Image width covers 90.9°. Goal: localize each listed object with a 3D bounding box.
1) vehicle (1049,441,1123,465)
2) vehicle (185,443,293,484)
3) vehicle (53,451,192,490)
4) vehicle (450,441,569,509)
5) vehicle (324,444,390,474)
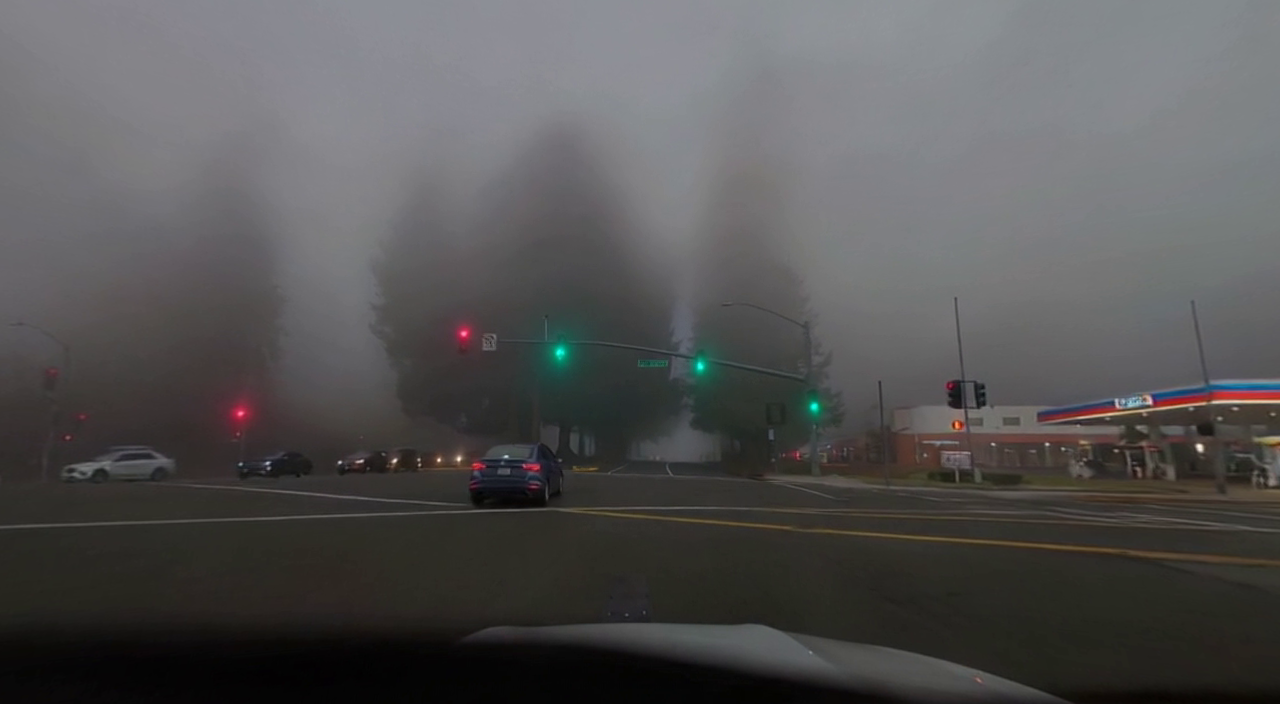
[{"bbox_3d":[32.943,7.445,46.721,2.148,1.679,4.197,1,-9,-5],"label":"vehicle"},{"bbox_3d":[-17.387,4.826,27.622,1.887,1.635,4.281,0,-8,0],"label":"vehicle"},{"bbox_3d":[-20.799,4.749,25.638,1.821,1.371,4.545,0,-8,-1],"label":"vehicle"},{"bbox_3d":[-3.163,3.079,16.345,2.041,1.483,4.533,0,-8,1],"label":"vehicle"},{"bbox_3d":[-17.612,6.625,39.434,2.032,1.741,4.450,0,-8,0],"label":"vehicle"}]
